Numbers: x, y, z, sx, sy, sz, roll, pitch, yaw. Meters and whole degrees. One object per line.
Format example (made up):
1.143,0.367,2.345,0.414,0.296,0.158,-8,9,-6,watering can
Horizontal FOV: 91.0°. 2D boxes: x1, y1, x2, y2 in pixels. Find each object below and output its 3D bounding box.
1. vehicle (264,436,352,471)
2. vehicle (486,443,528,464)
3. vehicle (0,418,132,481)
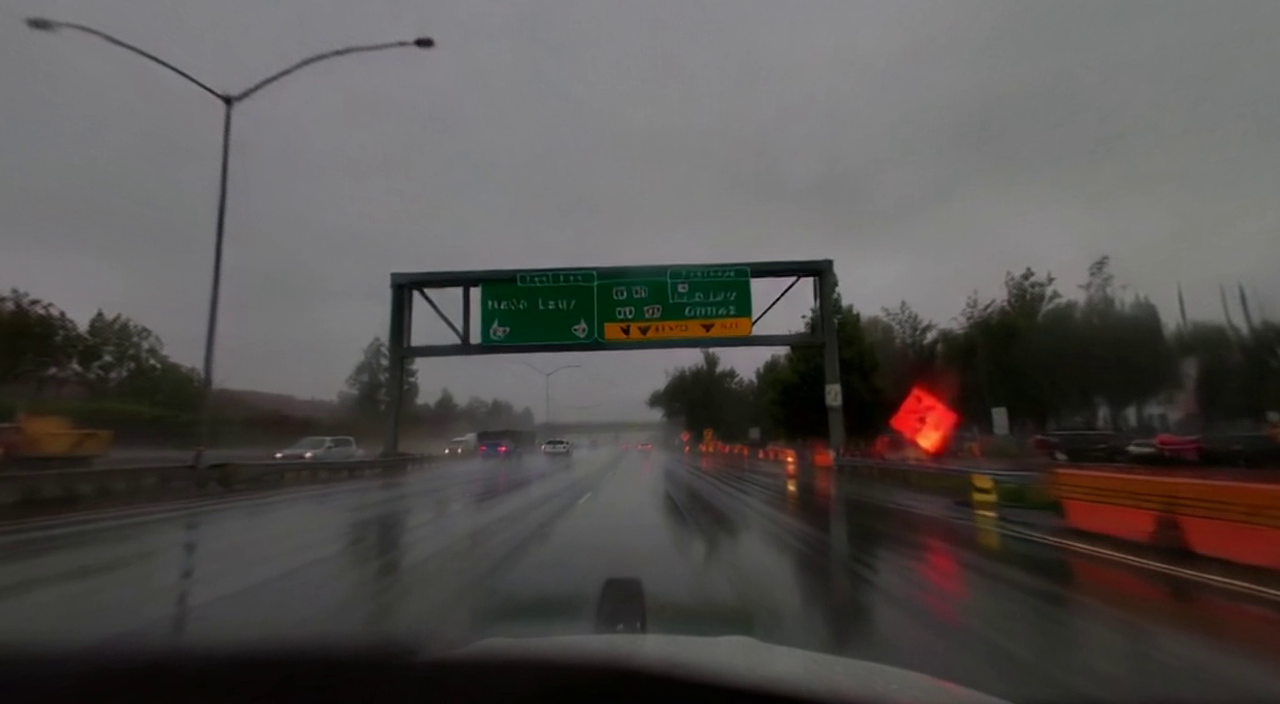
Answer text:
-18.837,5.769,36.077,2.098,1.845,5.358,0,-9,1,vehicle
-9.952,7.649,47.498,2.122,1.511,4.576,0,-9,0,vehicle
-30.221,4.901,31.724,2.768,2.789,7.712,0,-9,0,vehicle
